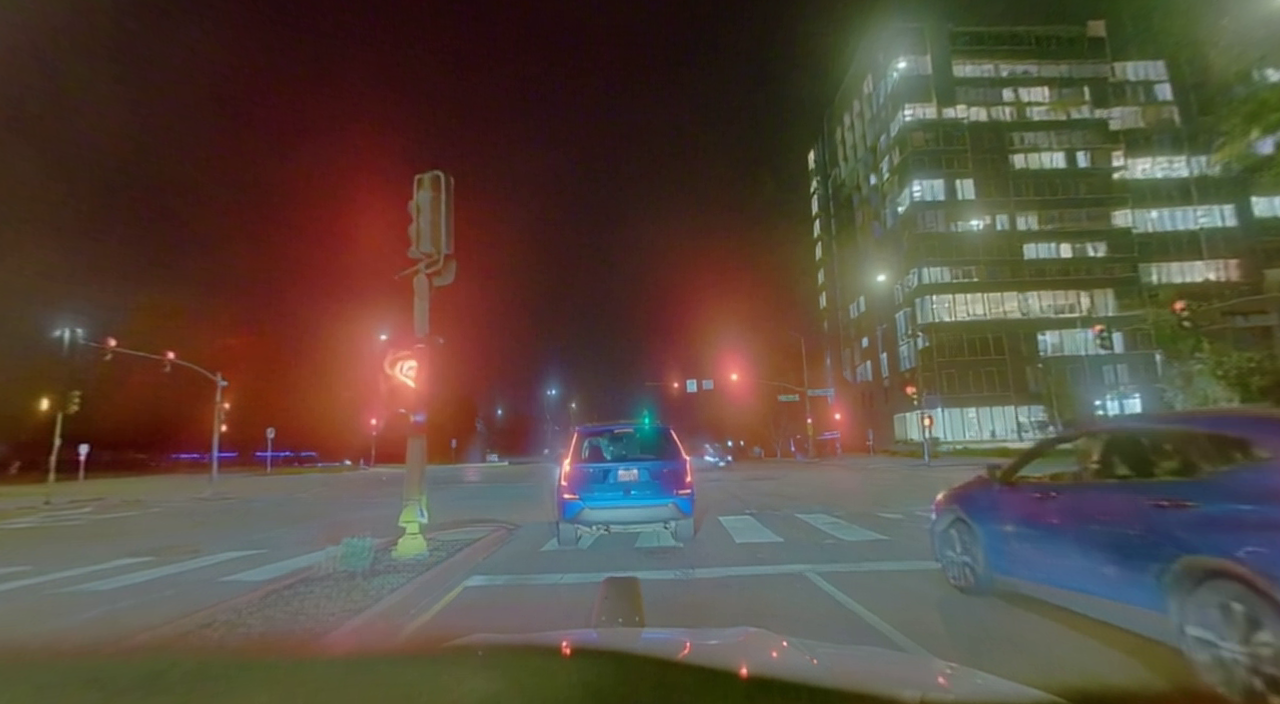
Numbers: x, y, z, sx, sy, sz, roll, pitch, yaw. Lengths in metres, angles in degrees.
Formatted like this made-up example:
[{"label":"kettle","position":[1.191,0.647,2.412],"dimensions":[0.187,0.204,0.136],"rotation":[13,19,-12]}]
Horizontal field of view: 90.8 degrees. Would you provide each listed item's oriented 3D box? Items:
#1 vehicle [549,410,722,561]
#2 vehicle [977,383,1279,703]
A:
[{"label":"vehicle","position":[-0.163,1.905,9.729],"dimensions":[2.085,1.807,4.038],"rotation":[0,-8,-3]},{"label":"vehicle","position":[3.580,0.916,2.583],"dimensions":[1.899,1.572,4.425],"rotation":[0,-8,-1]}]
